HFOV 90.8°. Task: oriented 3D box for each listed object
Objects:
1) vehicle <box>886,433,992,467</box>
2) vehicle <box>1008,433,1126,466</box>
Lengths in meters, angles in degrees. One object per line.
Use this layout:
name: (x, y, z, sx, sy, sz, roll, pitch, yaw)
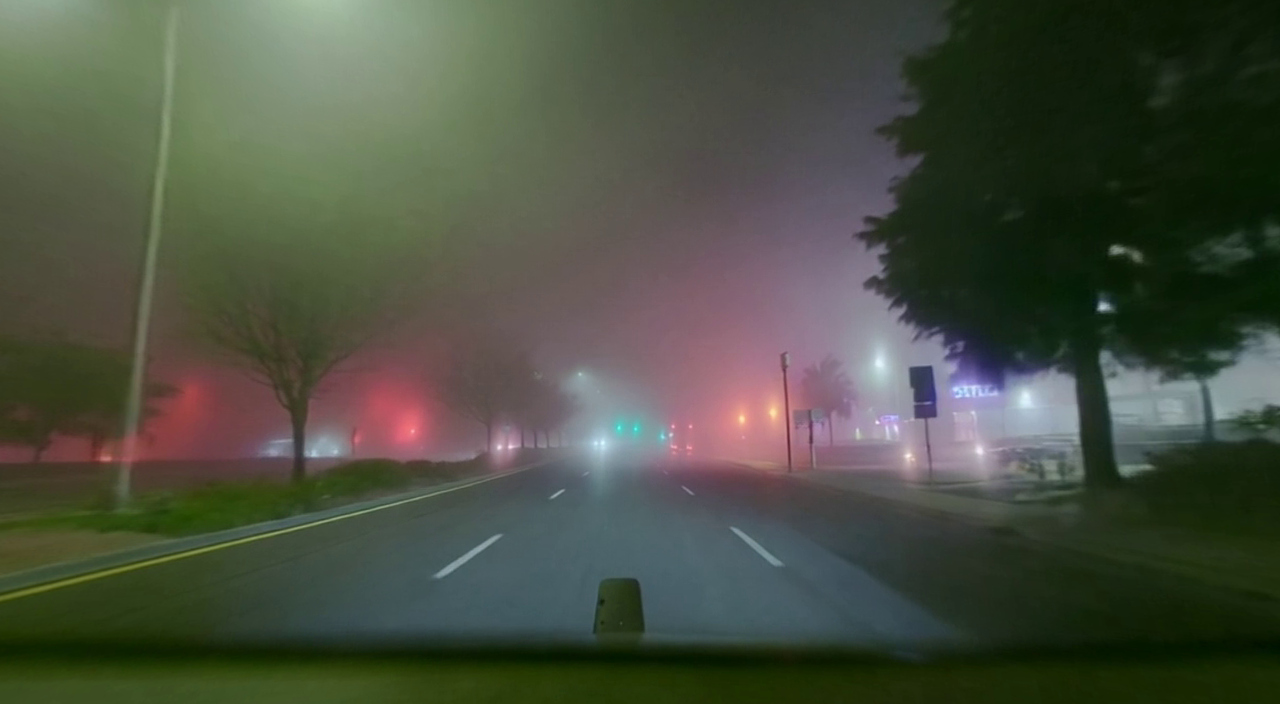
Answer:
vehicle: (14.705, 4.868, 31.274, 4.296, 1.596, 1.807, 0, -8, 0)
vehicle: (21.111, 4.824, 31.379, 4.416, 1.561, 1.876, 0, -8, 0)
